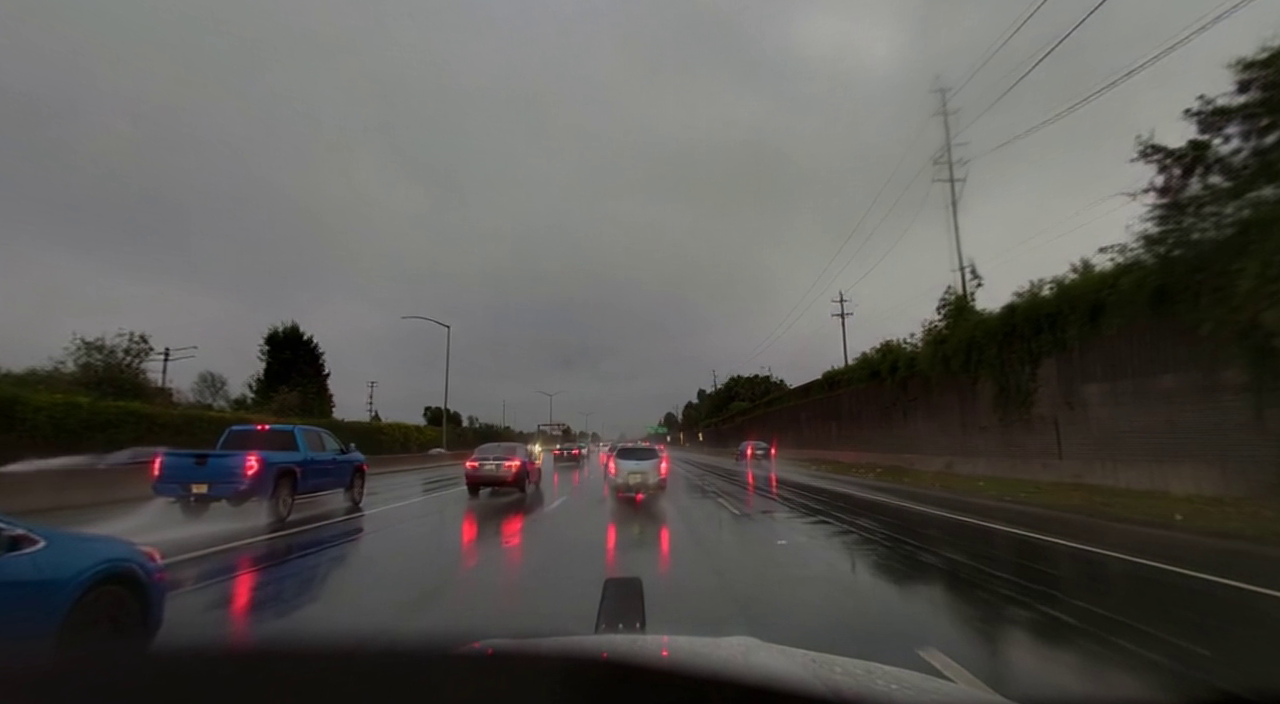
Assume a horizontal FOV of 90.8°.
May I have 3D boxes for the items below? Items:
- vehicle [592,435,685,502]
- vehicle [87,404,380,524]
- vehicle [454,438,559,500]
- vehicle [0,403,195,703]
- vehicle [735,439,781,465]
[{"bbox_3d":[-0.078,2.960,16.562,2.102,1.499,4.439,0,-8,-1],"label":"vehicle"},{"bbox_3d":[-7.747,2.227,13.078,2.194,1.922,5.637,0,-8,1],"label":"vehicle"},{"bbox_3d":[-3.434,3.094,17.131,1.899,1.437,4.131,0,-8,1],"label":"vehicle"},{"bbox_3d":[-3.812,0.802,1.619,1.955,1.481,4.604,0,-8,0],"label":"vehicle"},{"bbox_3d":[8.103,6.922,43.975,2.205,1.701,4.601,0,-8,-2],"label":"vehicle"}]
